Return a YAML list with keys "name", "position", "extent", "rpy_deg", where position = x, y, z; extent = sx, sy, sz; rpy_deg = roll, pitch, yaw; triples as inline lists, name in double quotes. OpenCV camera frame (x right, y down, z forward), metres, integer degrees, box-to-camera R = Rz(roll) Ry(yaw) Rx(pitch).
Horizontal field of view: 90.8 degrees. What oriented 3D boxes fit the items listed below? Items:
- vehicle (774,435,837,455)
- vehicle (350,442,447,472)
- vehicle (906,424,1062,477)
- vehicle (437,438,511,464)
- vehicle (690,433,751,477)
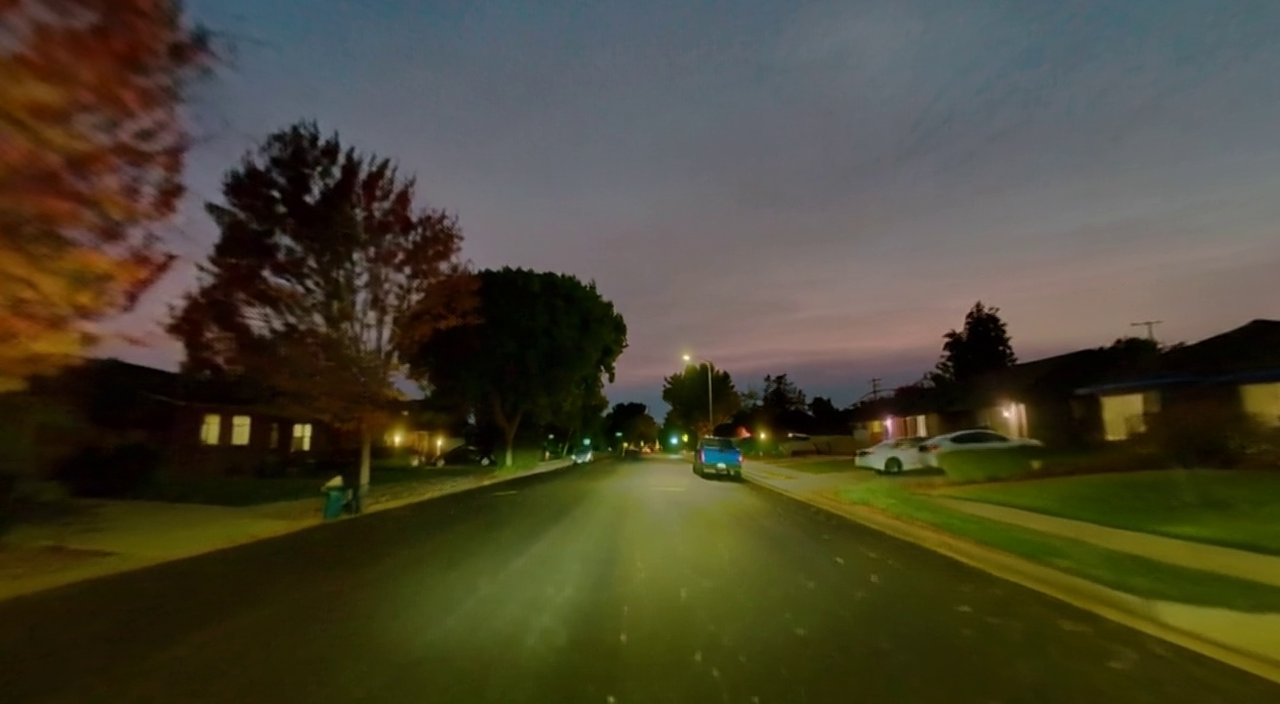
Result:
- name: "vehicle"
  position: [12.917, 7.307, 49.602]
  extent: [4.486, 1.579, 1.880]
  rpy_deg: [-1, -9, 5]
- name: "vehicle"
  position: [-12.520, 5.468, 32.892]
  extent: [4.225, 1.498, 1.917]
  rpy_deg: [0, -8, 2]
- name: "vehicle"
  position: [11.663, 3.351, 21.695]
  extent: [4.069, 1.680, 2.156]
  rpy_deg: [0, -7, 3]
- name: "vehicle"
  position: [-12.220, 7.311, 46.604]
  extent: [4.807, 1.846, 2.024]
  rpy_deg: [-1, -9, 4]
- name: "vehicle"
  position: [3.908, 5.135, 31.809]
  extent: [2.313, 1.962, 6.029]
  rpy_deg: [0, -8, 1]
